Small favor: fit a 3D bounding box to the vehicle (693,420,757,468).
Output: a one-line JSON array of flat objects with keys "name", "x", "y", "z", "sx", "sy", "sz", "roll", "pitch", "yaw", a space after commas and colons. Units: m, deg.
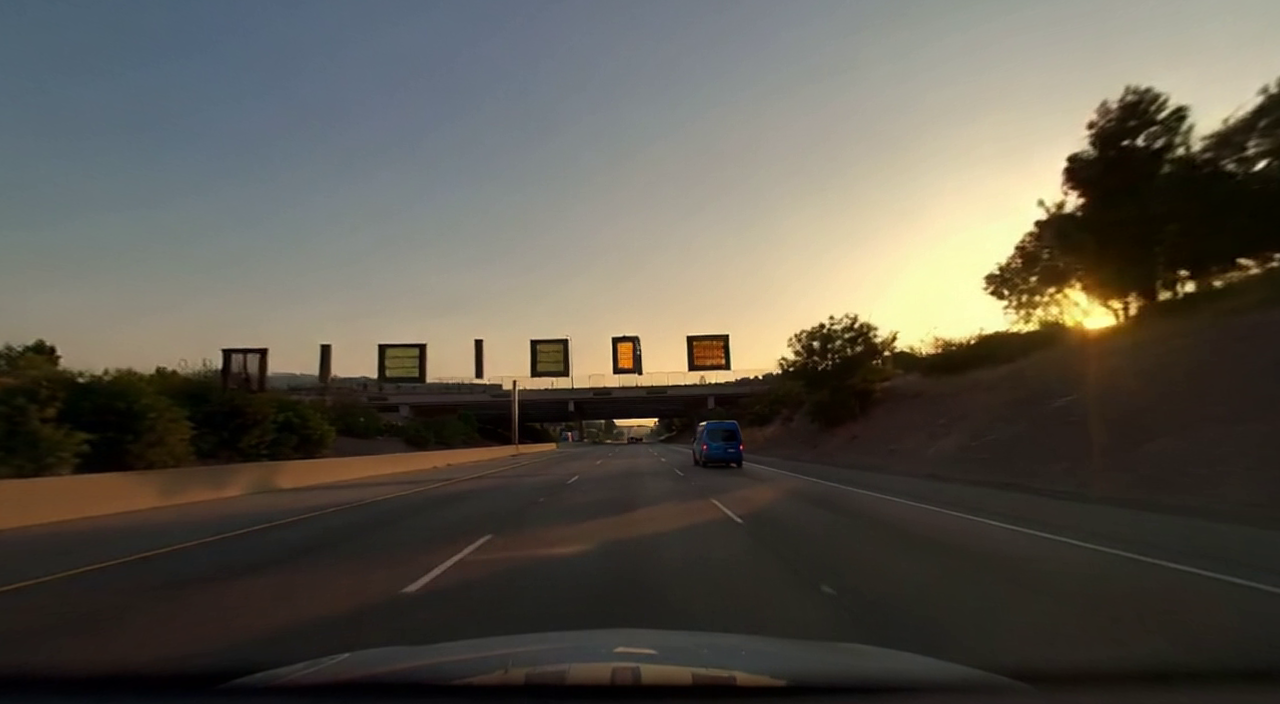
[{"name": "vehicle", "x": 3.792, "y": 4.226, "z": 29.026, "sx": 2.161, "sy": 2.002, "sz": 4.631, "roll": 0, "pitch": -8, "yaw": -2}]
